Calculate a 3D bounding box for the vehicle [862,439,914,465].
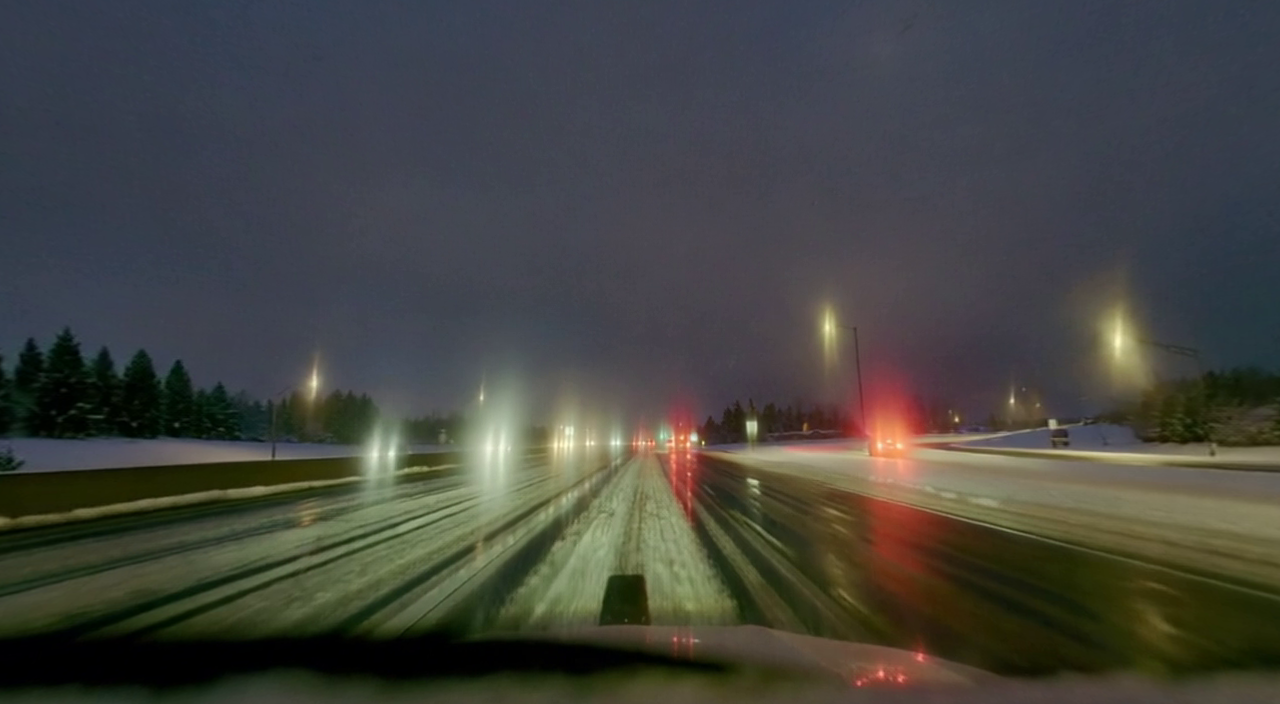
[{"bbox_3d":[16.880,6.794,43.047,2.039,1.658,4.457,-1,-8,5],"label":"vehicle"}]
